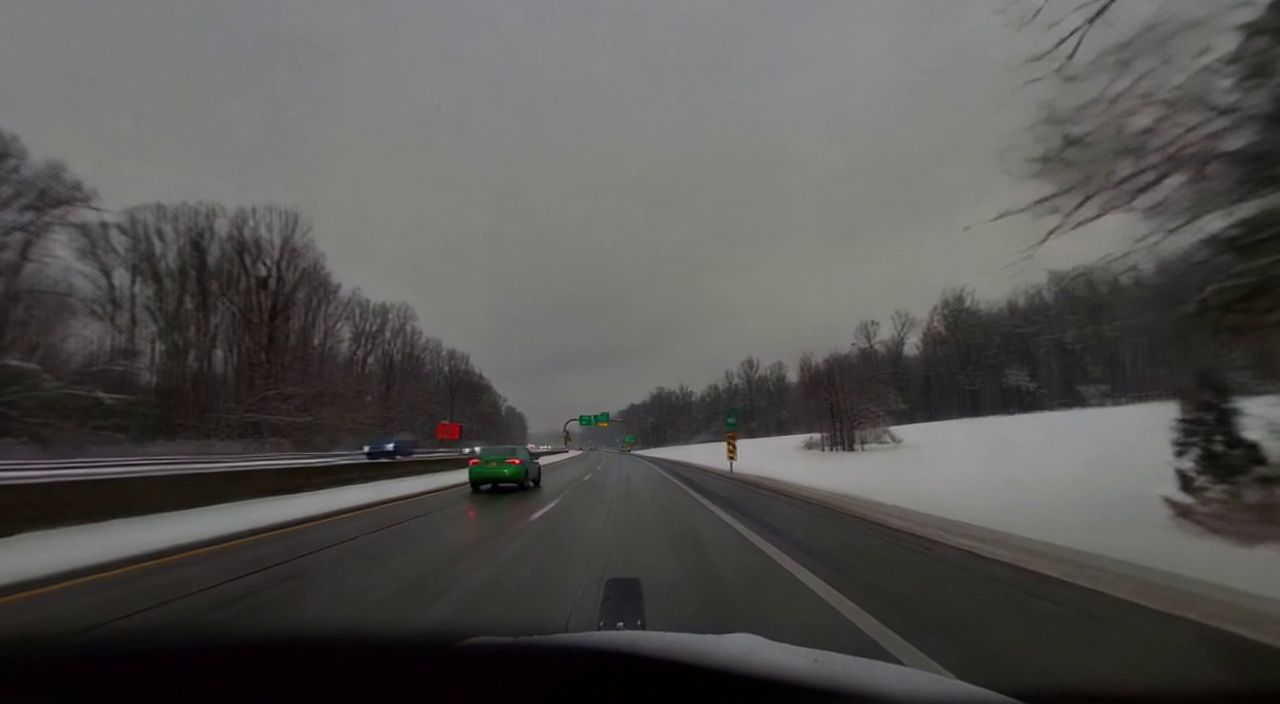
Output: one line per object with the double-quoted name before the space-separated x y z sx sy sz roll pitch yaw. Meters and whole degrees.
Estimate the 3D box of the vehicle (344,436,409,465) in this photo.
"vehicle" -16.101 6.066 38.778 2.094 1.604 4.645 0 -9 -1

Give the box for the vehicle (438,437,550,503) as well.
"vehicle" -3.693 3.062 16.703 1.990 1.532 3.911 0 -9 0
